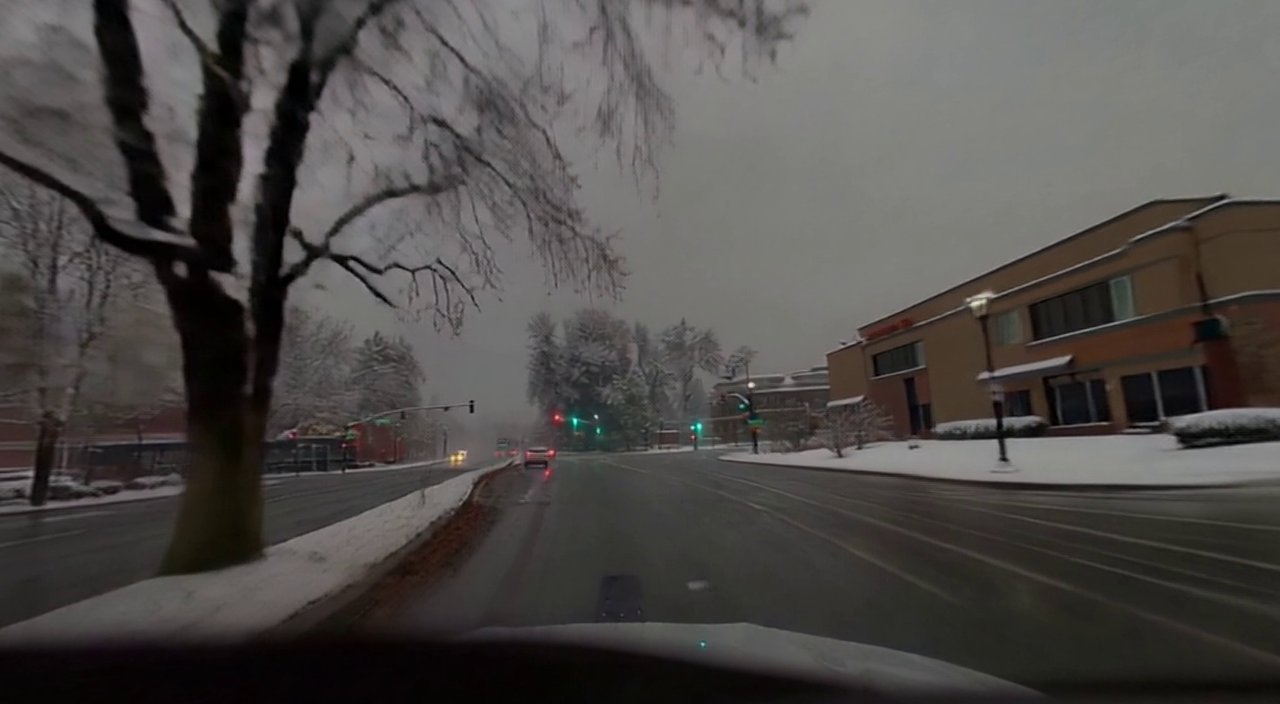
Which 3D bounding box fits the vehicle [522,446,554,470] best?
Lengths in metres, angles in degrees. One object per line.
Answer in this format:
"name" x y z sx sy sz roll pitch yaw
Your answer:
"vehicle" -6.882 7.128 42.589 2.018 1.512 4.304 1 -9 -8
